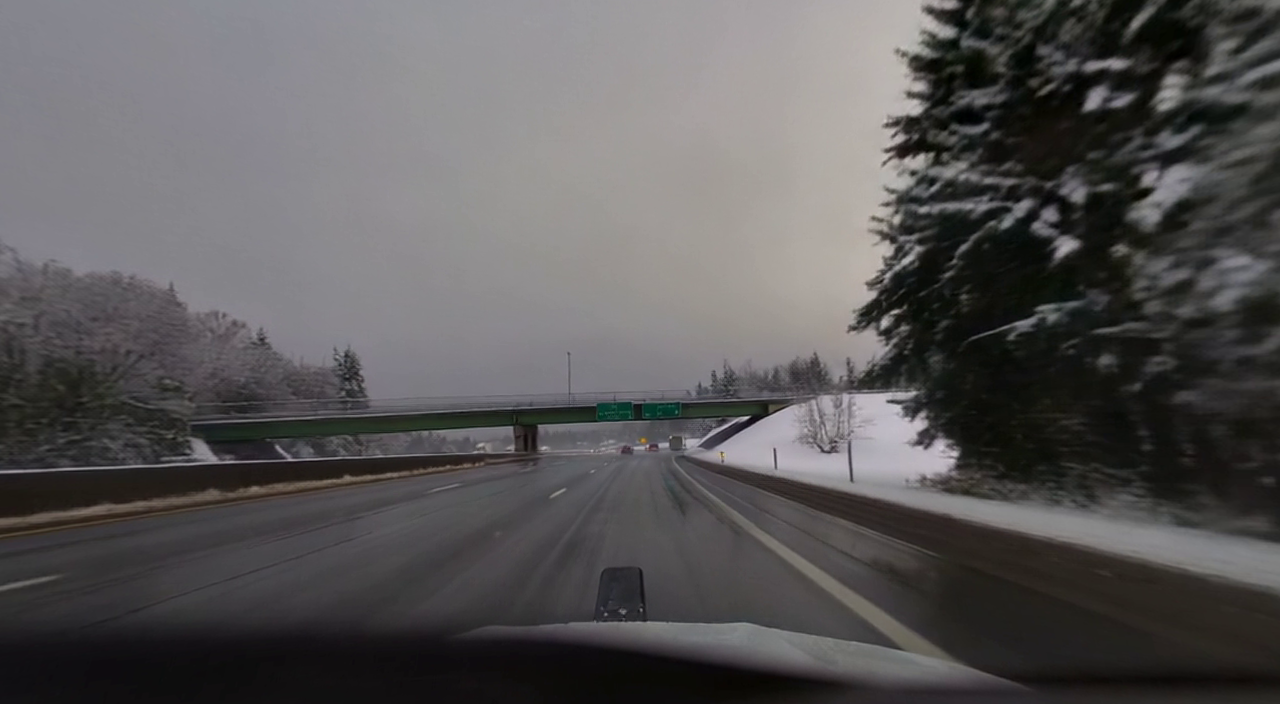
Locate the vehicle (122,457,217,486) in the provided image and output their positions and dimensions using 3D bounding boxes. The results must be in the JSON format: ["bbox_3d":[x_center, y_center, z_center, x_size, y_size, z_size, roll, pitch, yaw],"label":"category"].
[{"bbox_3d":[-26.417,6.709,35.606,1.842,1.435,4.682,0,-9,-2],"label":"vehicle"}]
